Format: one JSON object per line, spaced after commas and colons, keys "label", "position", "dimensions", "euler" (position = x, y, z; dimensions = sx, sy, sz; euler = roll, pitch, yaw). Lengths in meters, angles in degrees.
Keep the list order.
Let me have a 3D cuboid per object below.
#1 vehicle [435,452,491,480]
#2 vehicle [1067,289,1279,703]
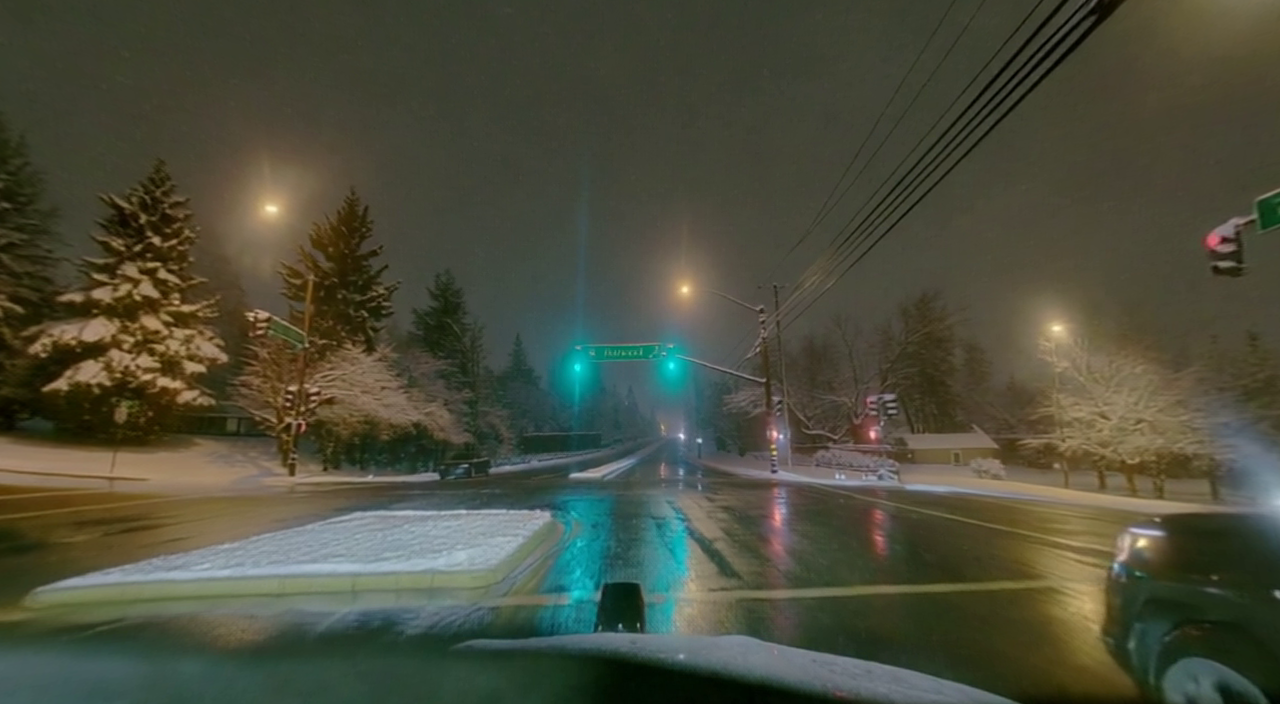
{"label": "vehicle", "position": [-10.366, 6.687, 37.250], "dimensions": [1.983, 1.482, 4.190], "euler": [-1, -9, 2]}
{"label": "vehicle", "position": [3.295, 0.498, 0.658], "dimensions": [2.256, 1.856, 4.840], "euler": [0, -9, 0]}
